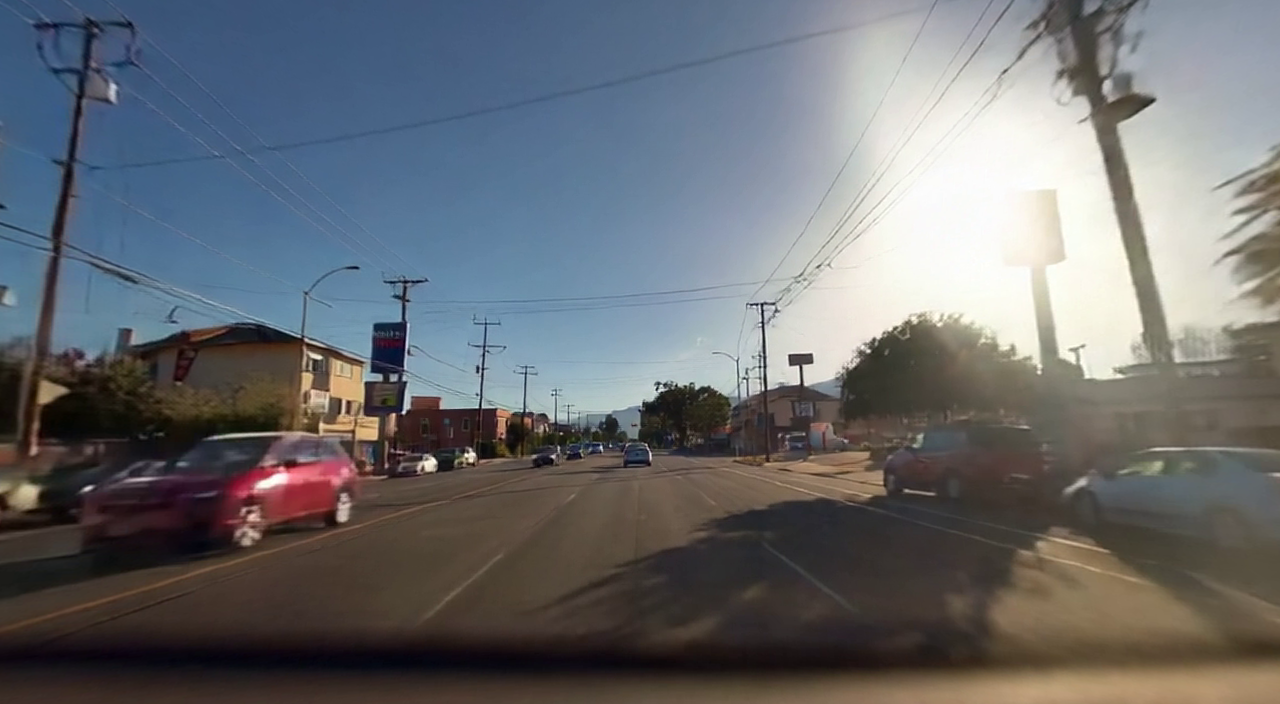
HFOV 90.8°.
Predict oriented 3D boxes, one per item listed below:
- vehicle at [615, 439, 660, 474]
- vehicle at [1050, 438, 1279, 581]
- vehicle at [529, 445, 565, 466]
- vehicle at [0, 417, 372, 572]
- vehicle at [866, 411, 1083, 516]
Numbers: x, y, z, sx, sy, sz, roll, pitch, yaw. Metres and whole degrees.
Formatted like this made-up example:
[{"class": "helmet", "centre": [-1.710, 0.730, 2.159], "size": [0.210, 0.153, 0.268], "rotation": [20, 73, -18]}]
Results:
[{"class": "vehicle", "centre": [-0.154, 5.155, 31.405], "size": [2.067, 1.547, 4.513], "rotation": [0, -8, -1]}, {"class": "vehicle", "centre": [7.634, 1.824, 7.793], "size": [1.854, 1.485, 4.736], "rotation": [0, -8, -2]}, {"class": "vehicle", "centre": [-6.729, 7.505, 46.028], "size": [1.930, 1.450, 4.234], "rotation": [0, -8, 1]}, {"class": "vehicle", "centre": [-6.179, 1.959, 9.537], "size": [2.254, 1.732, 4.571], "rotation": [0, -8, 0]}, {"class": "vehicle", "centre": [7.651, 2.628, 15.360], "size": [2.257, 2.072, 5.376], "rotation": [0, -8, -1]}]
